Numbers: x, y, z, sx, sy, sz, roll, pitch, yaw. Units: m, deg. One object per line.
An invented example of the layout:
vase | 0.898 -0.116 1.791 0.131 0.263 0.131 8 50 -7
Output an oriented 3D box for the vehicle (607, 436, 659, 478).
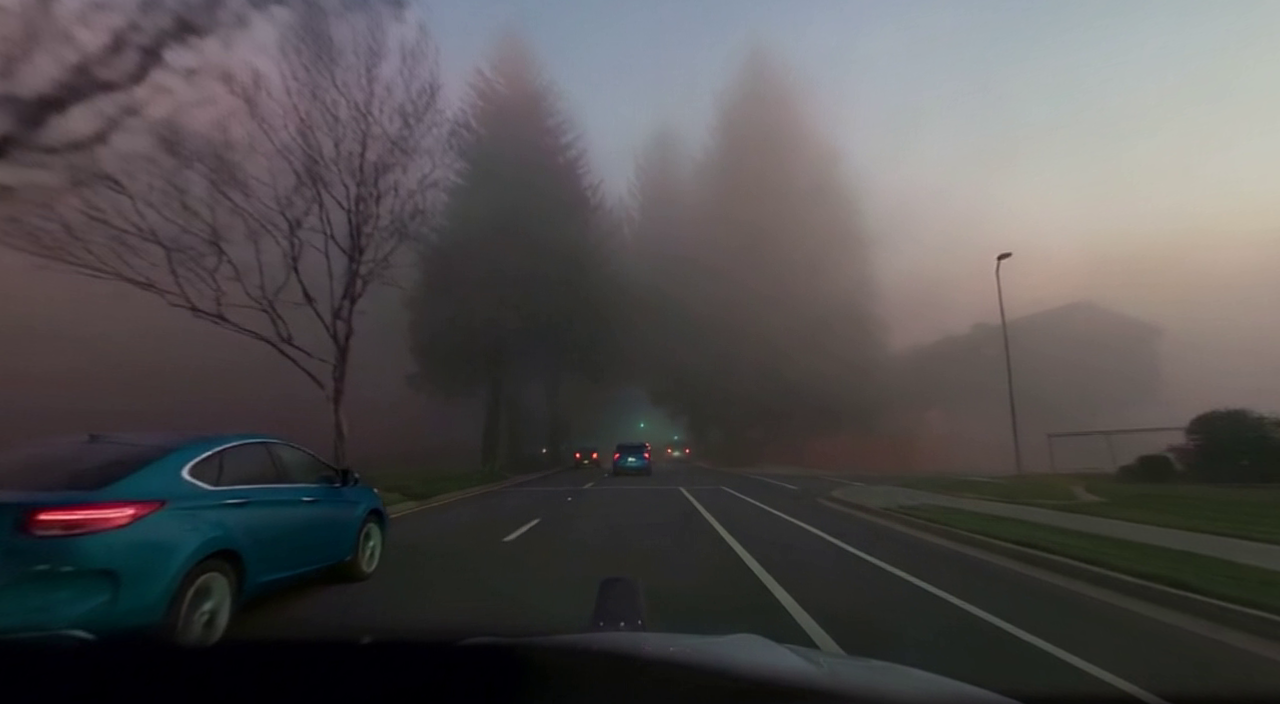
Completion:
vehicle | -0.275 4.763 28.665 2.220 1.742 4.047 0 -8 1

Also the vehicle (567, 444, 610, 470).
vehicle | -2.943 6.164 37.017 2.032 1.433 4.458 0 -8 2

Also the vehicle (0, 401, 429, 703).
vehicle | -3.615 1.279 4.855 2.105 1.469 4.978 0 -8 2
